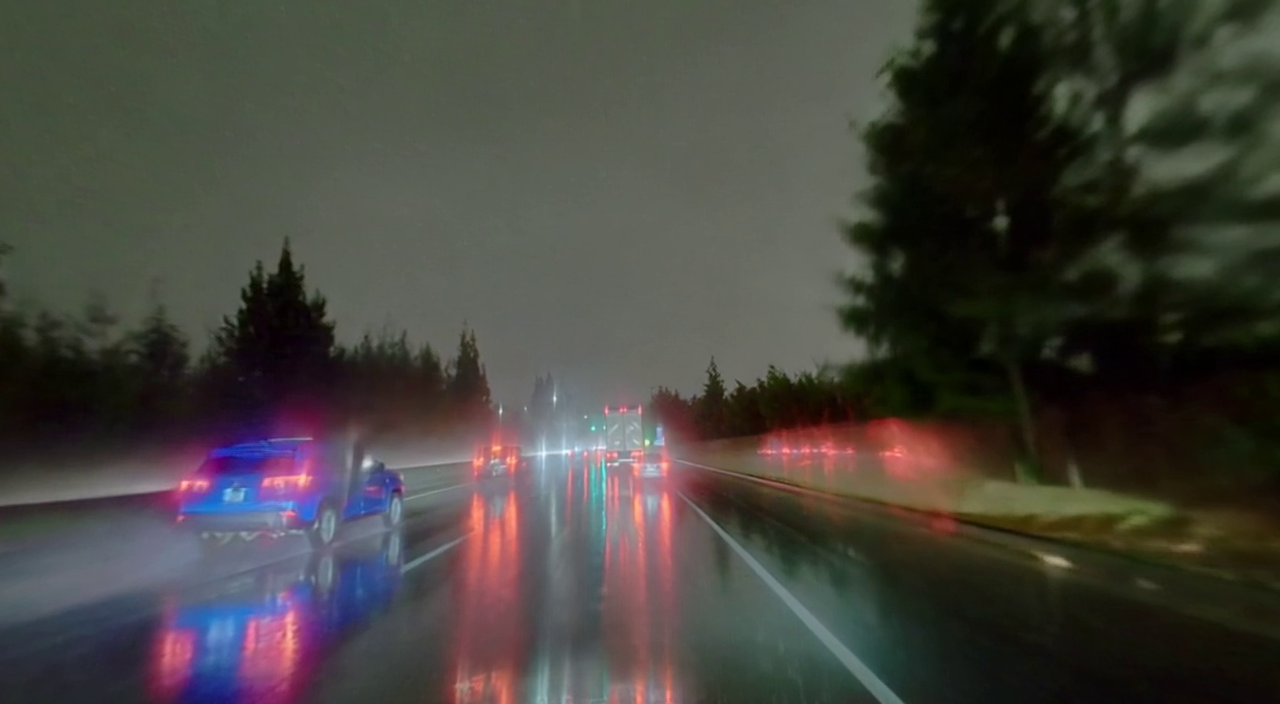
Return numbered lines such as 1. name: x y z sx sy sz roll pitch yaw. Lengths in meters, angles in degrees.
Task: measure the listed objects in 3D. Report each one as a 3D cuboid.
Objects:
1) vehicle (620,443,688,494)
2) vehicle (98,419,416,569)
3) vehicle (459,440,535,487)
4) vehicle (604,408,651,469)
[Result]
1. vehicle: 0.398 3.791 20.712 2.026 1.489 4.045 0 -9 0
2. vehicle: -5.101 1.933 9.239 2.100 1.671 4.105 0 -9 -1
3. vehicle: -5.425 4.276 24.333 2.035 1.664 4.064 0 -9 -1
4. vehicle: -1.017 6.600 47.217 3.113 4.066 10.786 0 -9 -2
